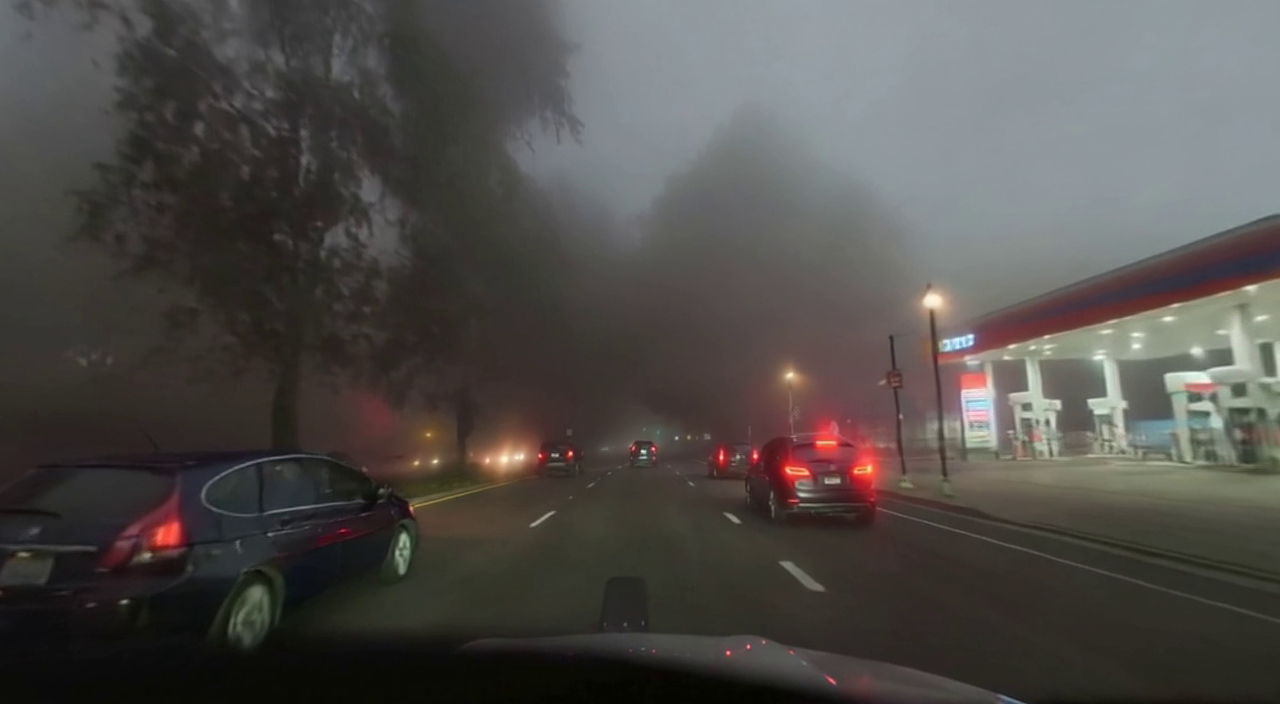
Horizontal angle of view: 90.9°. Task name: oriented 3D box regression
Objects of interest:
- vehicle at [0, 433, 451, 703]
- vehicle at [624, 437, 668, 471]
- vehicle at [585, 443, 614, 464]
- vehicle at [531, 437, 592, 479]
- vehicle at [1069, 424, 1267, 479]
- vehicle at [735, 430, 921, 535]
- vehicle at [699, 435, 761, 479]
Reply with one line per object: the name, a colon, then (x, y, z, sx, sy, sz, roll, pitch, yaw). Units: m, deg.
vehicle: (-3.230, 1.374, 5.034, 2.013, 1.354, 4.393, 0, -8, 1)
vehicle: (0.309, 5.467, 33.965, 2.192, 1.674, 4.124, 0, -8, 0)
vehicle: (-3.045, 7.669, 47.825, 1.901, 1.483, 4.372, 0, -8, 0)
vehicle: (-3.241, 4.444, 26.690, 1.988, 1.645, 3.995, 0, -8, 1)
vehicle: (17.249, 3.291, 21.036, 1.860, 1.587, 4.949, 1, -8, -9)
vehicle: (3.075, 2.231, 11.460, 1.919, 1.502, 4.572, 0, -8, -1)
vehicle: (3.842, 4.554, 27.613, 1.980, 1.709, 4.813, 0, -8, 0)
